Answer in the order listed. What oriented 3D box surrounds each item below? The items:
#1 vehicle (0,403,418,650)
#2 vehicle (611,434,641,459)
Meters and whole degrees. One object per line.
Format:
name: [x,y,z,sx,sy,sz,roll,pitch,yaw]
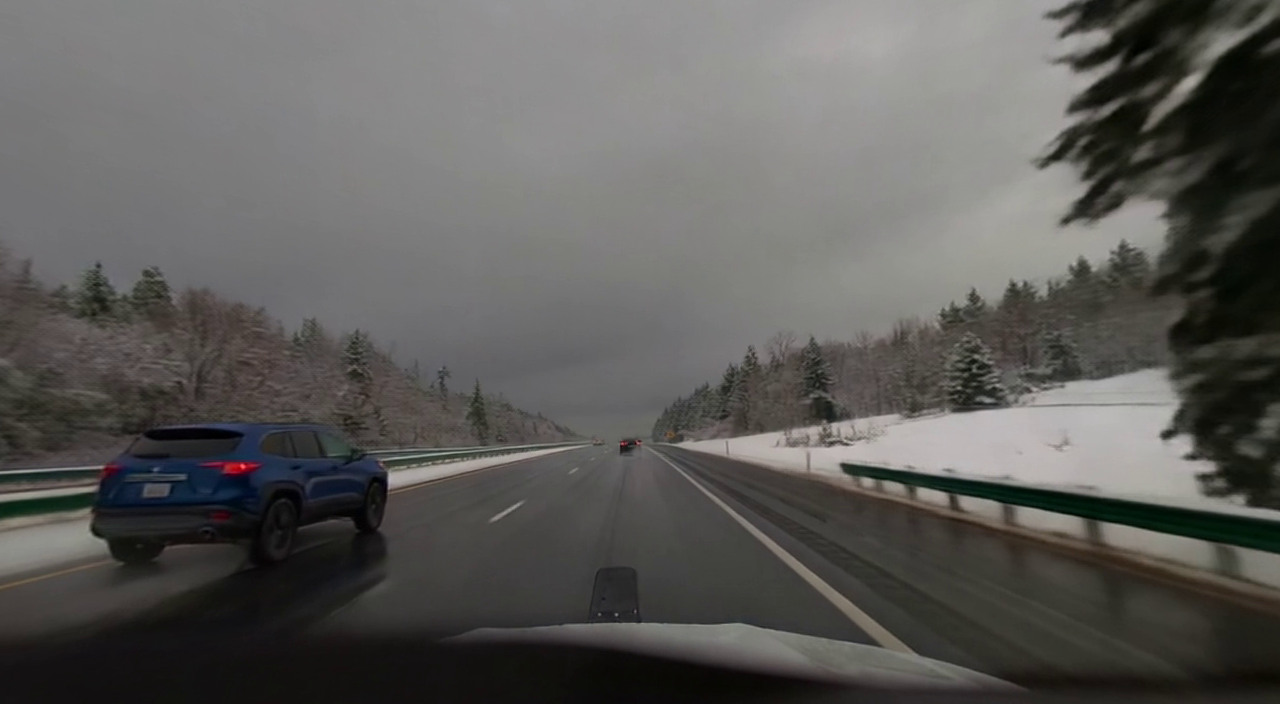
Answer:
vehicle: [-4.158,1.409,6.404,2.072,1.545,4.767,0,-8,0]
vehicle: [-0.887,5.982,40.092,1.836,1.450,3.519,0,-8,-1]
